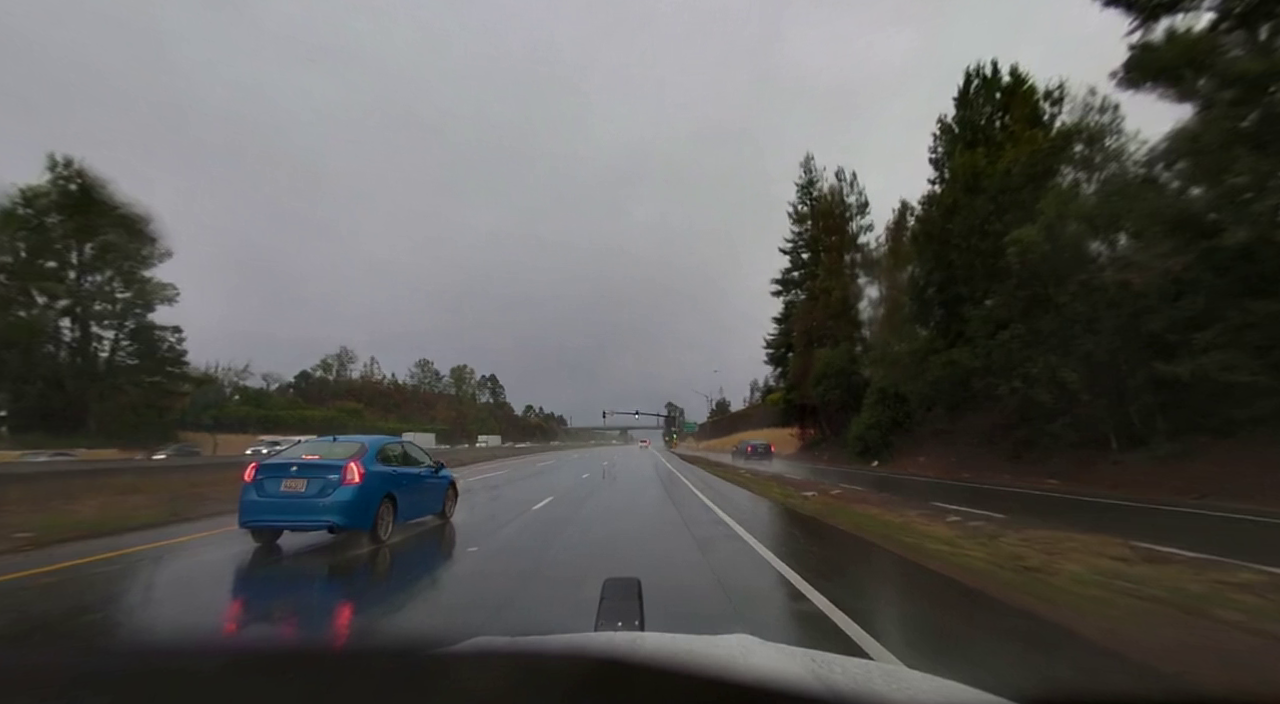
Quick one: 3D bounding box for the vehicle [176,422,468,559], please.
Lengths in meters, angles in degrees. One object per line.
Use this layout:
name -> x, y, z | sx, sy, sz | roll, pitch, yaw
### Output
vehicle -> -4.190, 1.895, 9.354 | 1.987, 1.516, 4.478 | 0, -9, 0

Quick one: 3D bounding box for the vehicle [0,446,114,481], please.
vehicle -> -32.671, 6.173, 35.174 | 1.982, 1.783, 5.261 | 0, -9, -1

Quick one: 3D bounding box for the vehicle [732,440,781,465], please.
vehicle -> 7.368, 6.423, 40.281 | 2.049, 1.481, 4.774 | 0, -9, -2

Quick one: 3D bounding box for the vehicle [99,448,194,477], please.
vehicle -> -28.813, 6.424, 36.937 | 1.872, 1.599, 4.463 | 0, -9, 1
